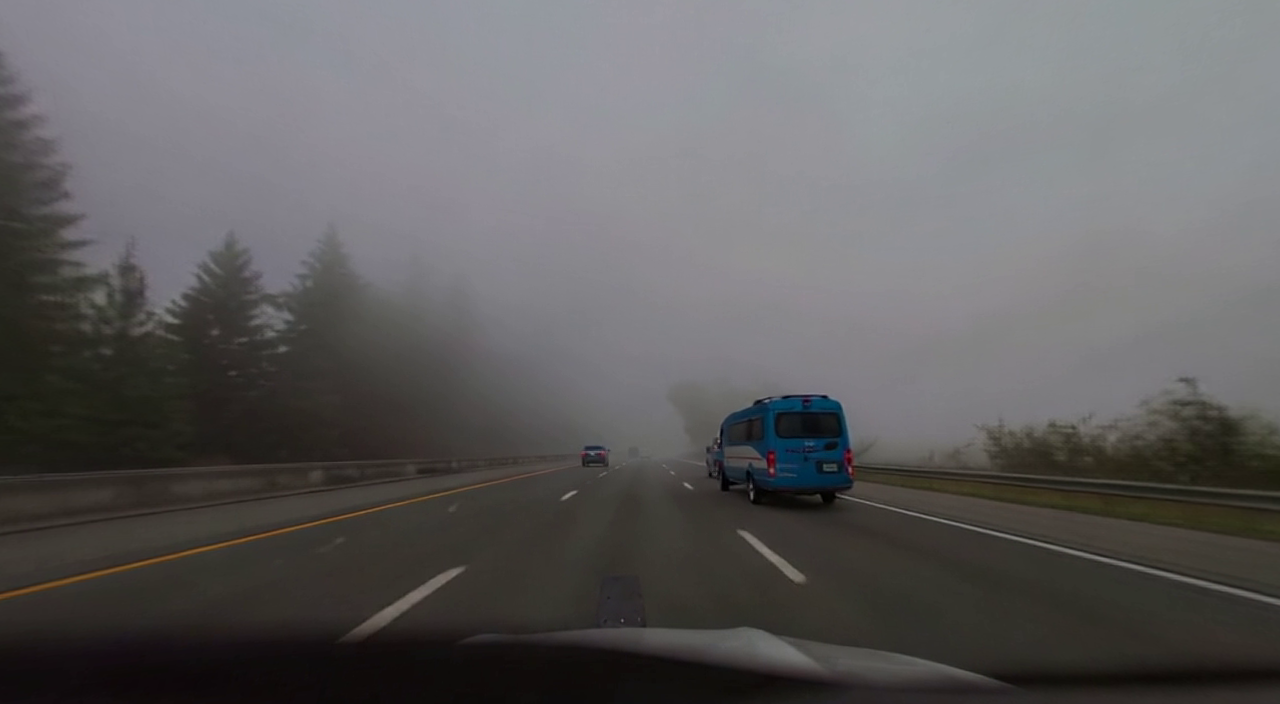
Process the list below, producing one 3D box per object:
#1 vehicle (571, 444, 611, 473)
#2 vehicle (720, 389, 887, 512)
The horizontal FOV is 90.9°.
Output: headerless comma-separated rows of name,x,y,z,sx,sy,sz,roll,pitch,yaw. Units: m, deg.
vehicle,-2.887,6.401,38.107,2.020,1.619,4.690,0,-9,1
vehicle,3.964,2.633,16.953,2.614,2.655,6.429,0,-9,-1
